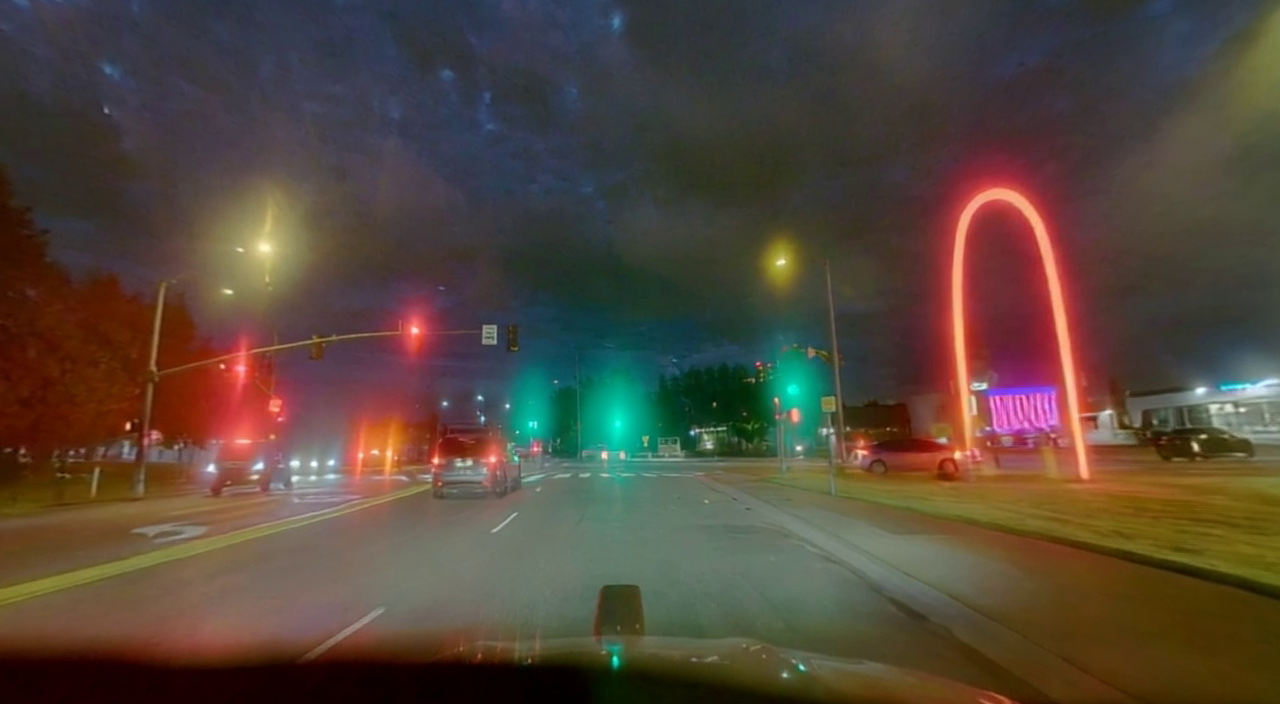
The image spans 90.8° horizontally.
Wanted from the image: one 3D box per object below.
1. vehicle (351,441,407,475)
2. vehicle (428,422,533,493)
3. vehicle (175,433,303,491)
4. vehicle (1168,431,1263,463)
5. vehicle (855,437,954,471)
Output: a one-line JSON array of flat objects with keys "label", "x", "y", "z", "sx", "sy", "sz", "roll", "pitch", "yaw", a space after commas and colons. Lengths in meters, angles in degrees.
[{"label": "vehicle", "x": -14.898, "y": 6.036, "z": 36.327, "sx": 2.433, "sy": 1.784, "sz": 4.681, "roll": 2, "pitch": -9, "yaw": -17}, {"label": "vehicle", "x": -4.552, "y": 3.108, "z": 18.906, "sx": 2.134, "sy": 1.799, "sz": 5.082, "roll": 0, "pitch": -9, "yaw": -4}, {"label": "vehicle", "x": -16.928, "y": 4.660, "z": 27.187, "sx": 2.555, "sy": 2.199, "sz": 5.958, "roll": 2, "pitch": -9, "yaw": -11}, {"label": "vehicle", "x": 36.564, "y": 6.030, "z": 40.178, "sx": 4.439, "sy": 1.764, "sz": 2.259, "roll": 5, "pitch": -8, "yaw": -13}, {"label": "vehicle", "x": 14.777, "y": 5.711, "z": 35.565, "sx": 4.857, "sy": 1.803, "sz": 2.147, "roll": -3, "pitch": -9, "yaw": 20}]
